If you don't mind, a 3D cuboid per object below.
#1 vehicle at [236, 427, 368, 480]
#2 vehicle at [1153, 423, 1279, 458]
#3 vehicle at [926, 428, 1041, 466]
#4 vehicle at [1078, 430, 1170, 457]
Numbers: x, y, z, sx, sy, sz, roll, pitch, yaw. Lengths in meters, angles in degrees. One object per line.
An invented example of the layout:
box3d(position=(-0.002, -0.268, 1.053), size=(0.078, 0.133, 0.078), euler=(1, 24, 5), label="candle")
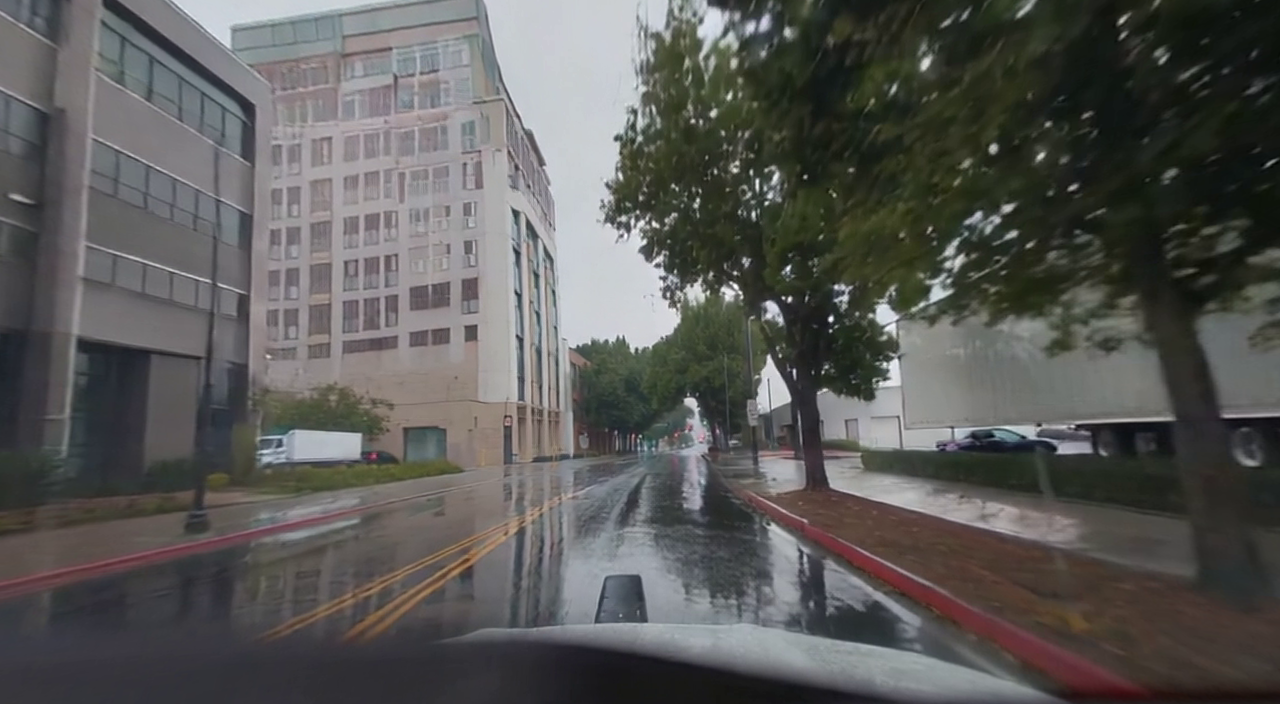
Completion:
box3d(position=(-19.414, 5.820, 36.678), size=(2.166, 2.698, 7.006), euler=(-7, -9, 20), label="vehicle")
box3d(position=(26.852, 4.118, 29.102), size=(4.307, 1.544, 1.949), euler=(-1, -9, 7), label="vehicle")
box3d(position=(15.207, 4.227, 27.980), size=(3.997, 1.579, 1.799), euler=(-1, -10, 3), label="vehicle")
box3d(position=(27.348, 5.212, 35.625), size=(3.531, 1.414, 1.906), euler=(-1, -9, 6), label="vehicle")
